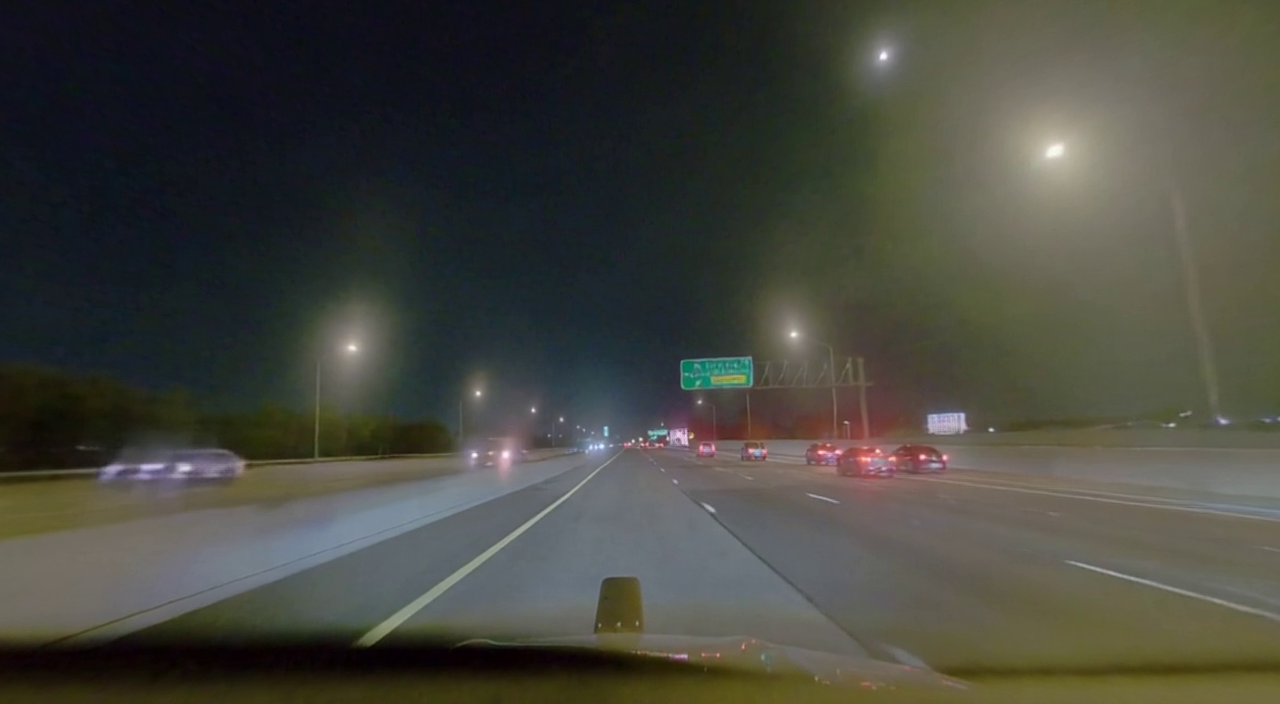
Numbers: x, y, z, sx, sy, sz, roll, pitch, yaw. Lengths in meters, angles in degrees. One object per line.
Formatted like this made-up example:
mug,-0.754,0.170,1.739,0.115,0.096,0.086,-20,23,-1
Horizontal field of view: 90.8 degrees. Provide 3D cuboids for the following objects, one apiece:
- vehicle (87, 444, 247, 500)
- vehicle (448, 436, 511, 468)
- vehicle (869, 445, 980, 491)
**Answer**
vehicle,-15.291,3.859,20.767,1.918,1.569,4.146,0,-8,2
vehicle,-8.699,5.463,34.648,2.520,1.621,4.165,-1,-9,-2
vehicle,9.685,3.937,21.890,1.836,1.418,4.132,0,-9,-1
